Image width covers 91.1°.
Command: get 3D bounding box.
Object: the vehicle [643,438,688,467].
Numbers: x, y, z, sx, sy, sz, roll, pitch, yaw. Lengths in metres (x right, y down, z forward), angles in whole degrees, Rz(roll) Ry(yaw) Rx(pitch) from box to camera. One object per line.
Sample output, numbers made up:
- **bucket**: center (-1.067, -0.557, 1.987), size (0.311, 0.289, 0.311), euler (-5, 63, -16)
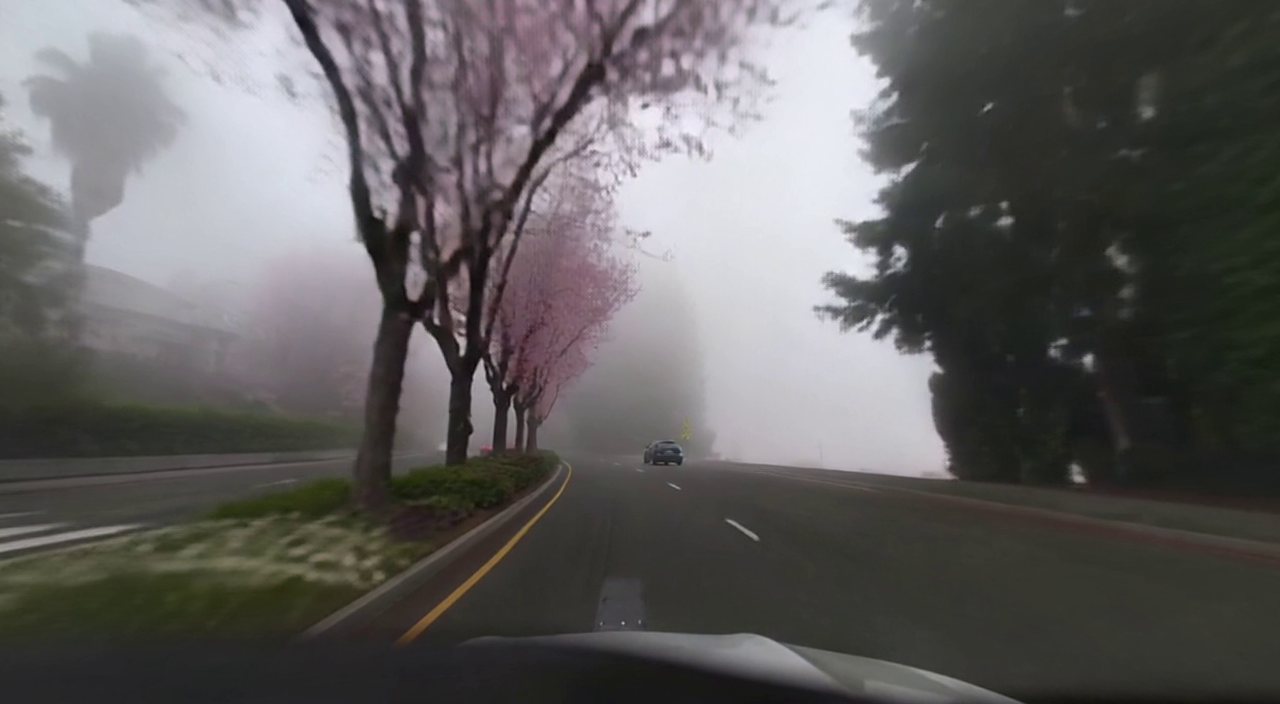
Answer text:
- **vehicle**: center (1.614, 6.726, 42.013), size (2.166, 1.828, 4.607), euler (1, -9, -8)
